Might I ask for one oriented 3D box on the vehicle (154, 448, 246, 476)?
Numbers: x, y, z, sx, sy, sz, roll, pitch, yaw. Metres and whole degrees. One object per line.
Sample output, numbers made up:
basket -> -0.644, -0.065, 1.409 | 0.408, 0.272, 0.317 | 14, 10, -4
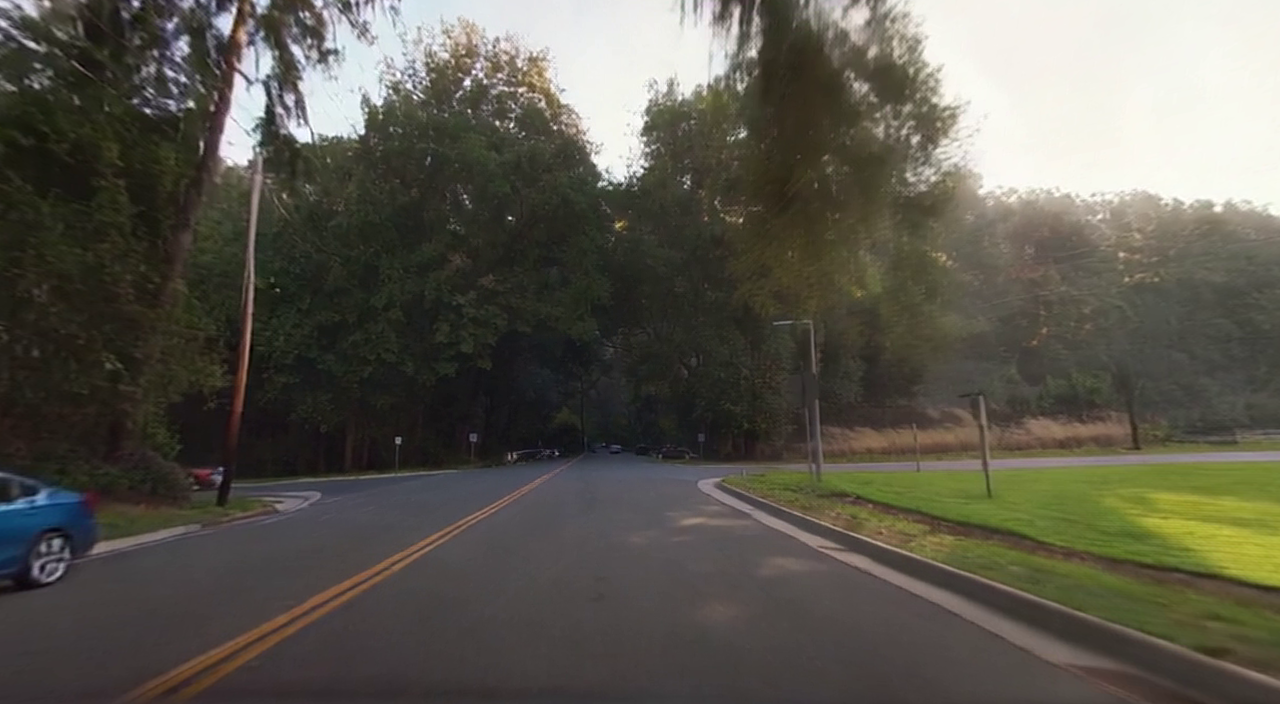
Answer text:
vehicle -> -29.944, 7.468, 42.952 | 4.986, 1.796, 2.066 | -2, -9, 8

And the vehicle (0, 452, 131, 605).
vehicle -> -7.984, 1.906, 6.603 | 1.934, 1.646, 4.273 | 0, -8, -5
